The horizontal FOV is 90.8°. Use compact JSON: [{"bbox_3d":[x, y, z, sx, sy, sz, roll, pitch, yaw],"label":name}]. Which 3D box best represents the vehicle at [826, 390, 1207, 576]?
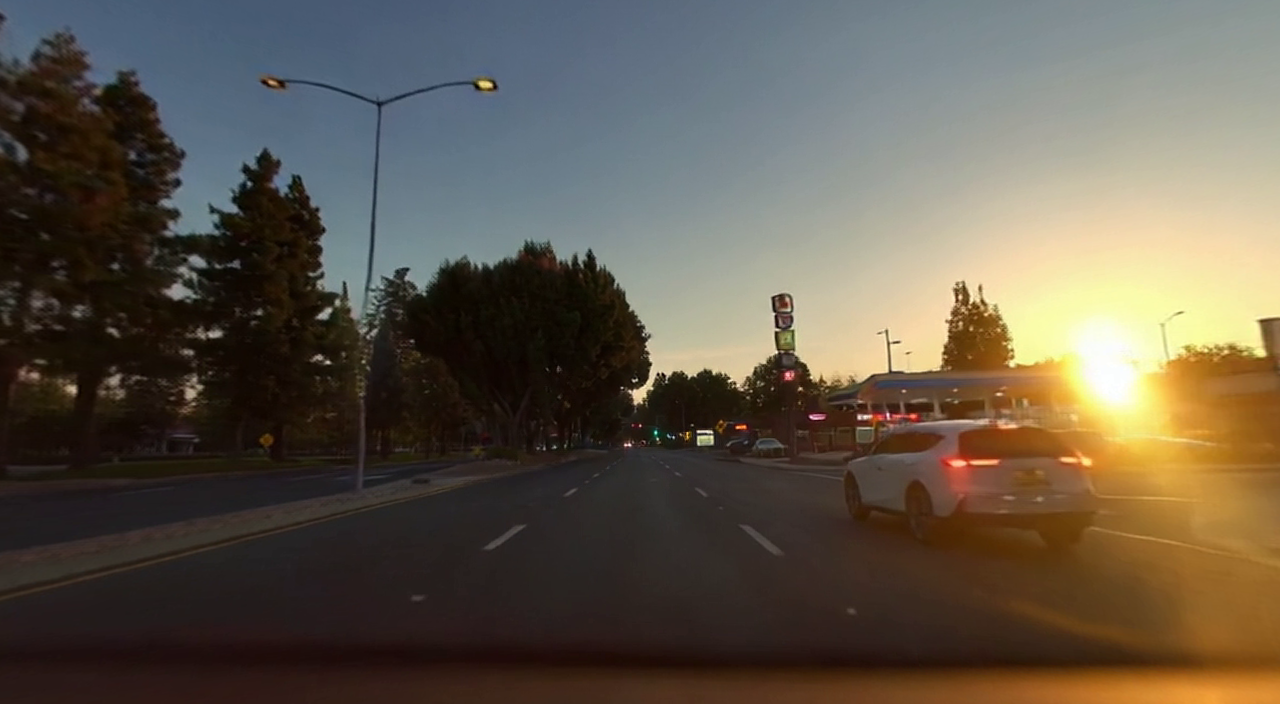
[{"bbox_3d":[4.552,1.692,8.966,2.245,1.864,5.076,0,-8,0],"label":"vehicle"}]

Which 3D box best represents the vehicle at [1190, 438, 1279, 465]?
[{"bbox_3d":[34.023,5.588,35.615,4.182,1.473,1.840,0,-8,1],"label":"vehicle"}]
